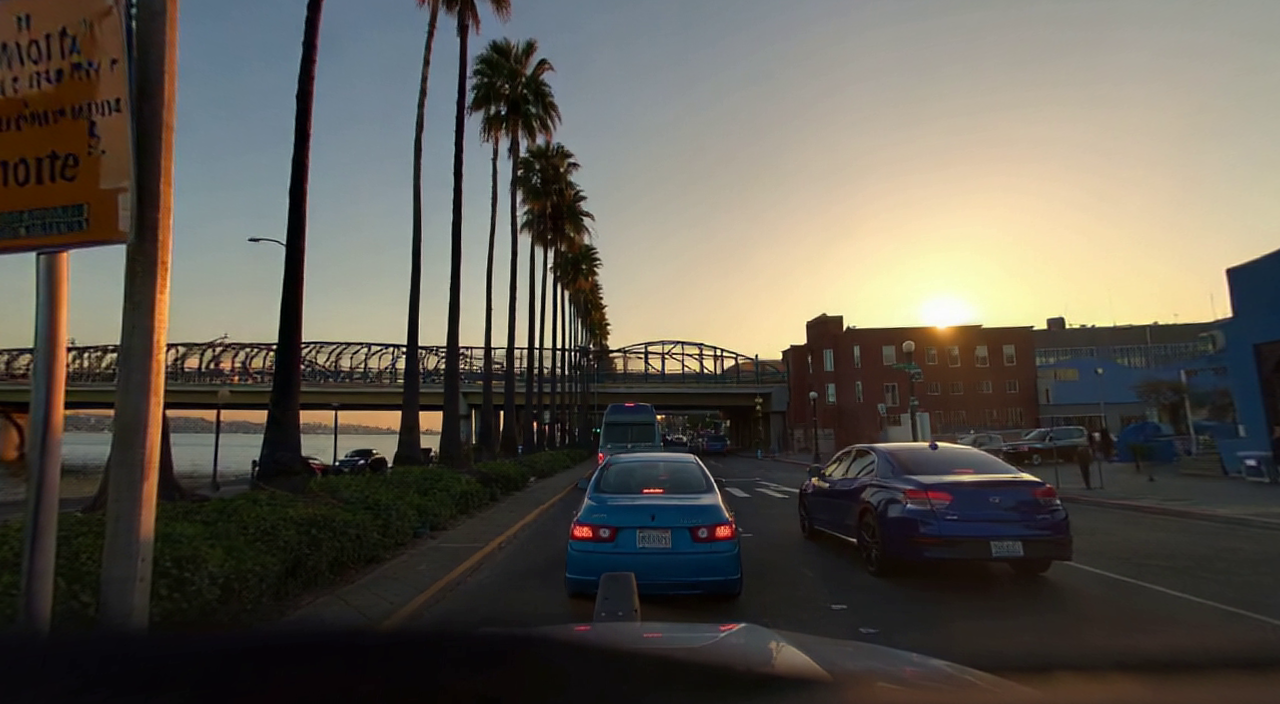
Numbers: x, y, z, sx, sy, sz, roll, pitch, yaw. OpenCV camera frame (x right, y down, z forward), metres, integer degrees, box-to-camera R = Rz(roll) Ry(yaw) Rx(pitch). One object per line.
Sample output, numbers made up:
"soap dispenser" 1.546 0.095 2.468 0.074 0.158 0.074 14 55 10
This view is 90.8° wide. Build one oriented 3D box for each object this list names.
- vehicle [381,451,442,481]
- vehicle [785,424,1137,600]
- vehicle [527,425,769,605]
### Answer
"vehicle" -14.945 7.478 41.682 2.104 1.802 4.852 0 -9 1
"vehicle" 3.285 1.714 7.709 1.920 1.490 4.417 0 -9 -1
"vehicle" 0.064 1.661 7.255 2.048 1.503 3.681 0 -9 0
